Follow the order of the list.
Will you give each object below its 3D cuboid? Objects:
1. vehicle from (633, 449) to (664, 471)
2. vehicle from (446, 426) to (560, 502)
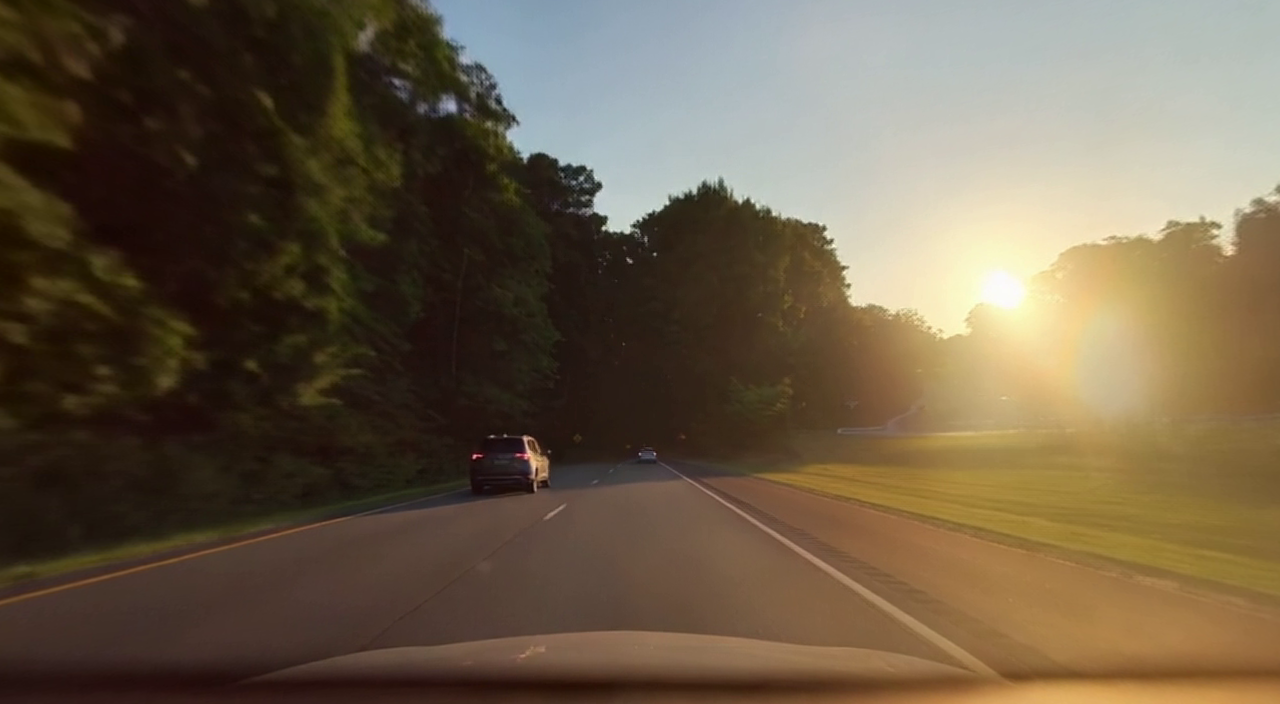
[{"bbox_3d":[0.601,7.468,43.846,2.046,1.452,4.407,0,-9,0],"label":"vehicle"},{"bbox_3d":[-4.008,3.395,19.538,2.418,2.049,4.930,0,-9,0],"label":"vehicle"}]
